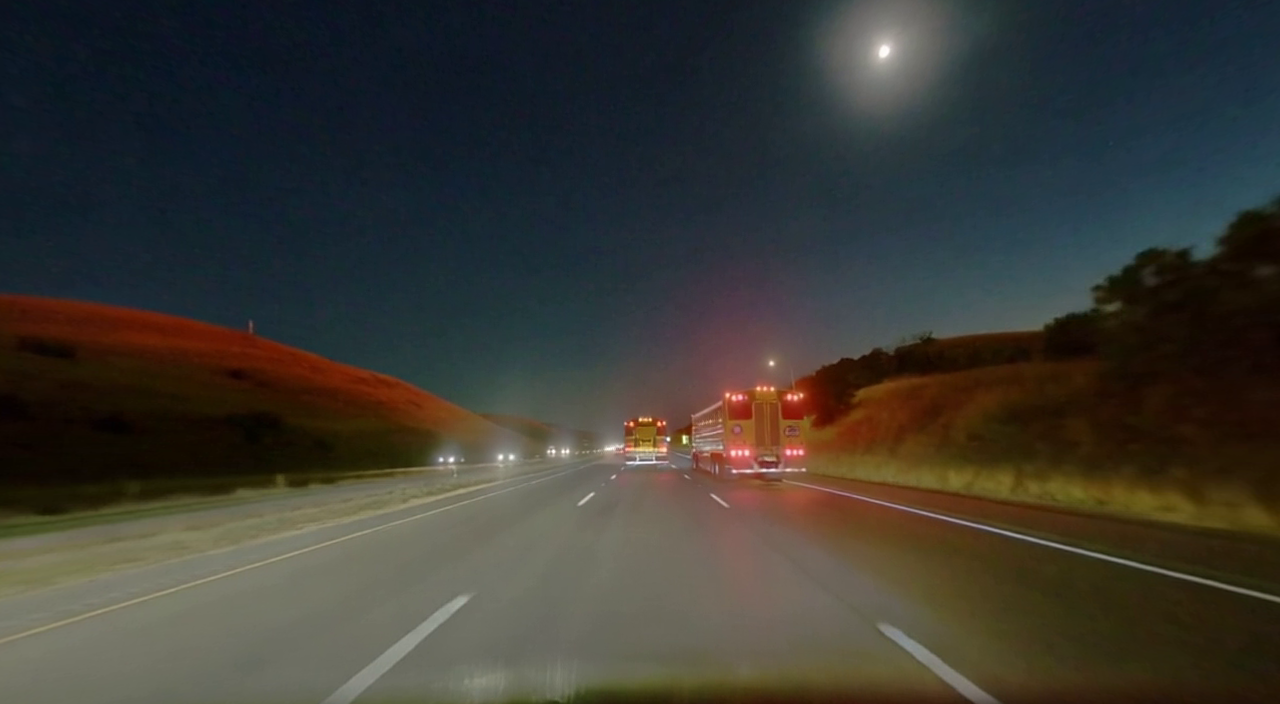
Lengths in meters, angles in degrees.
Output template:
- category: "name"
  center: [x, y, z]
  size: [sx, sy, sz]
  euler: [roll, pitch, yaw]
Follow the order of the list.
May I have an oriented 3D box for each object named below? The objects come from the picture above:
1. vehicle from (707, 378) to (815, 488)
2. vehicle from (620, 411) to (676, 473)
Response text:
- category: "vehicle"
  center: [4.438, 3.222, 24.819]
  size: [2.716, 3.705, 7.018]
  euler: [0, -8, -1]
- category: "vehicle"
  center: [0.453, 5.575, 38.840]
  size: [2.948, 3.265, 10.569]
  euler: [0, -8, 0]
